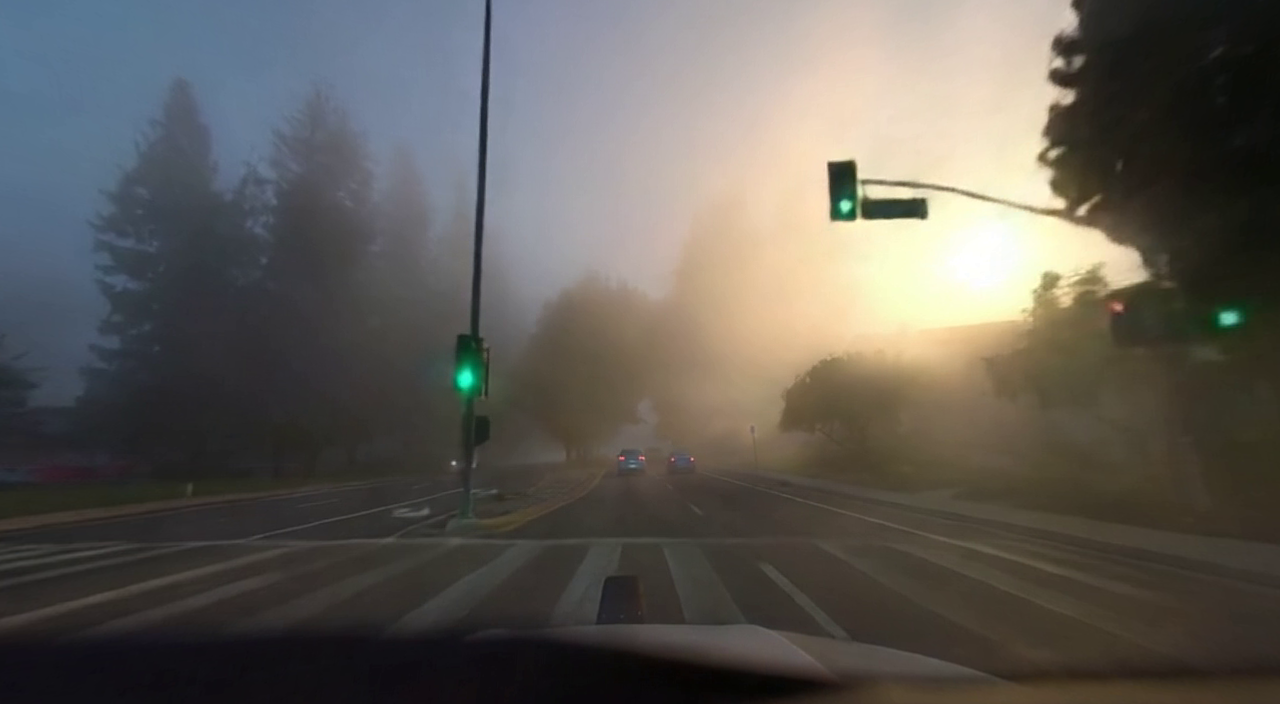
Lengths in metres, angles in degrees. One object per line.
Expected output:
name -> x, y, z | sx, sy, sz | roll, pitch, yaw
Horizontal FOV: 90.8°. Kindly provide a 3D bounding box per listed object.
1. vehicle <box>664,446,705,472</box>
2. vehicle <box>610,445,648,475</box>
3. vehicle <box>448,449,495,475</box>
vehicle -> 2.689, 6.572, 39.047 | 2.057, 1.496, 4.401 | 0, -9, -2
vehicle -> -0.611, 5.985, 35.230 | 2.018, 1.511, 3.993 | 0, -9, -1
vehicle -> -11.832, 7.723, 44.592 | 2.107, 1.684, 4.707 | 0, -9, -1
